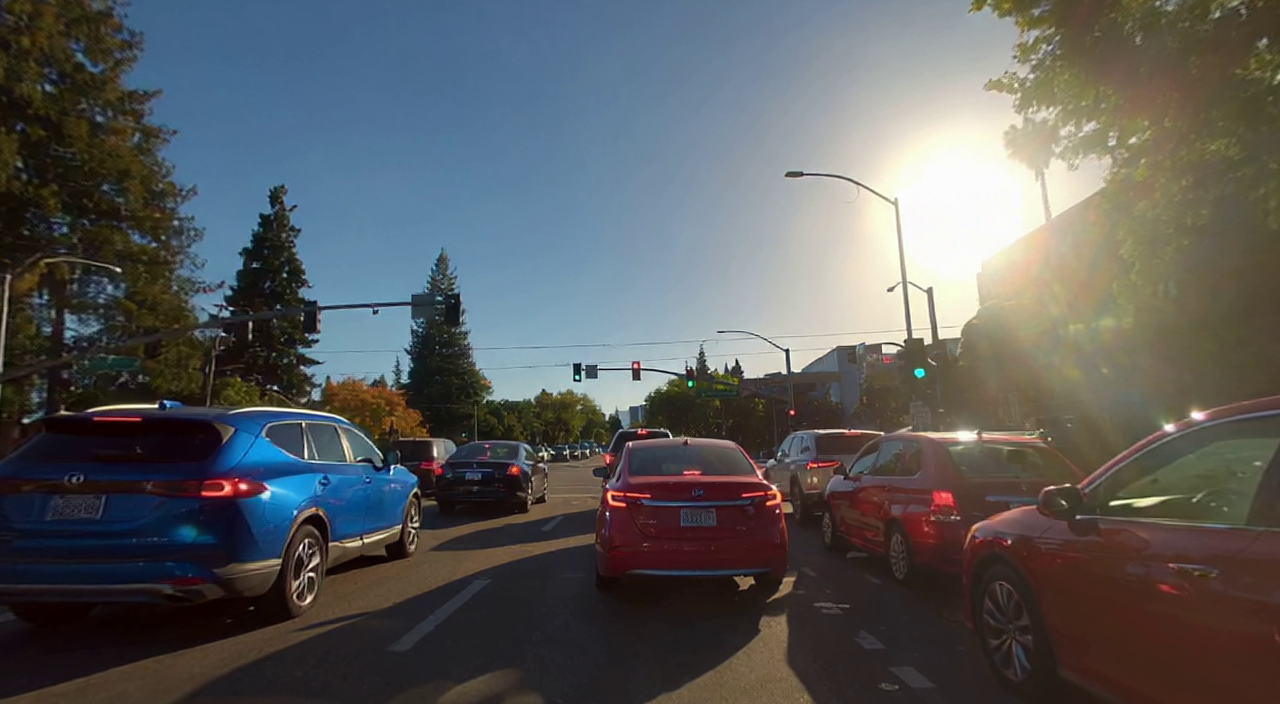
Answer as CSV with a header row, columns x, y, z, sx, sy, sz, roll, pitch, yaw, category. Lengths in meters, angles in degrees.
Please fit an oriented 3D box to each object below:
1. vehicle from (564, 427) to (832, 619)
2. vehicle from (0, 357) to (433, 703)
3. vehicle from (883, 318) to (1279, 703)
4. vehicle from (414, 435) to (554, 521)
x,y,z,sx,sy,sz,roll,pitch,yaw,category
0.442,1.612,6.852,2.051,1.460,3.932,0,-8,0,vehicle
-3.466,1.220,5.286,1.889,1.767,4.289,0,-8,1,vehicle
3.030,0.921,3.052,1.880,1.747,4.500,0,-8,0,vehicle
-3.071,2.566,13.330,1.868,1.516,4.114,0,-8,1,vehicle
